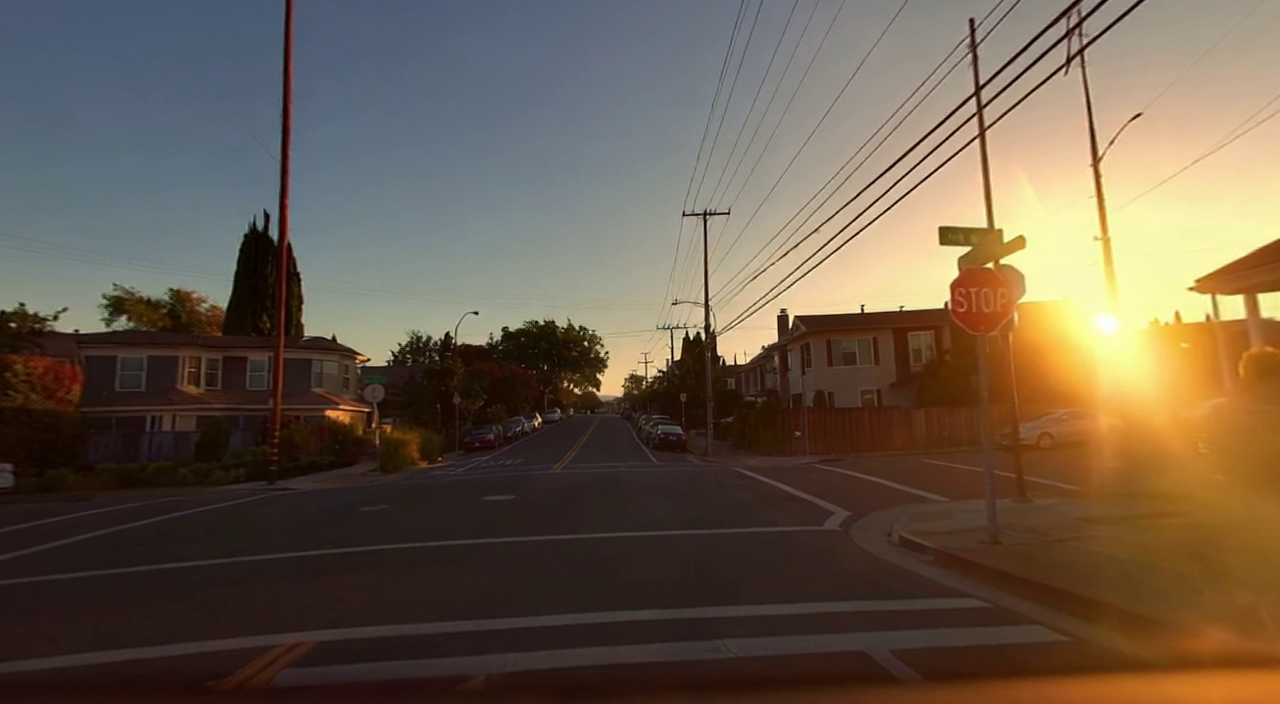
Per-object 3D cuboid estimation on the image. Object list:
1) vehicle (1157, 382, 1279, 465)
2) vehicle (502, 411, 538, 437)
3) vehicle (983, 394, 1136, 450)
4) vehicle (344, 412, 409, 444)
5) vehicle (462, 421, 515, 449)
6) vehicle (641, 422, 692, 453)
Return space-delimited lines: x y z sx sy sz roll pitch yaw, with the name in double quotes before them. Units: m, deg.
"vehicle" 15.465 1.769 15.338 4.389 1.818 2.062 2 -9 -12
"vehicle" -9.294 5.669 49.355 2.104 1.898 4.396 0 -8 -3
"vehicle" 16.923 2.879 25.588 4.985 2.088 2.141 2 -9 -13
"vehicle" -14.810 4.370 35.861 1.992 1.678 4.658 0 -8 -5
"vehicle" -8.778 4.920 37.110 2.065 1.553 4.636 0 -8 -1
"vehicle" 1.308 4.508 33.061 2.120 1.487 4.360 0 -8 -5
